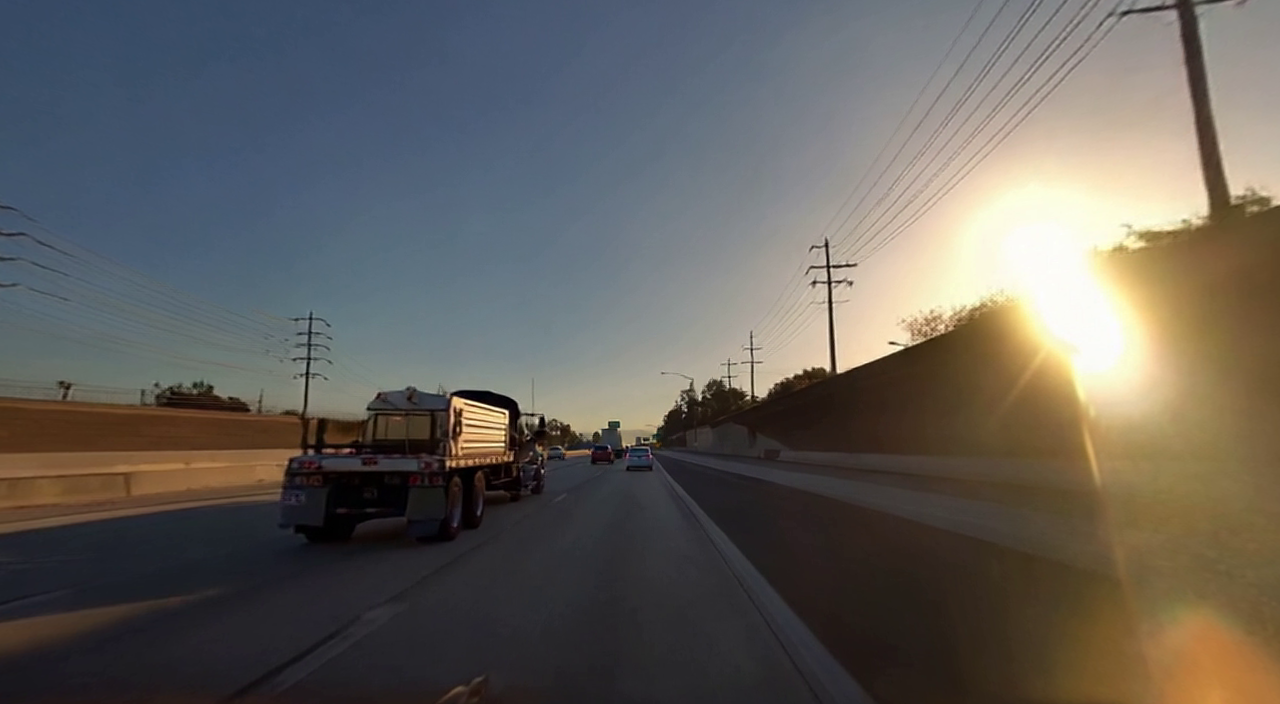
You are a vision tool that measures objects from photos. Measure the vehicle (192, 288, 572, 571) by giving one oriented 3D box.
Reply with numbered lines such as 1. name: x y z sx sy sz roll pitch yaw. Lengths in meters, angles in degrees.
1. vehicle: -3.429 1.533 11.818 3.023 3.246 9.102 -1 -9 2

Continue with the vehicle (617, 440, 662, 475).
1. vehicle: -0.015 5.350 32.143 2.178 1.640 4.071 0 -9 0
